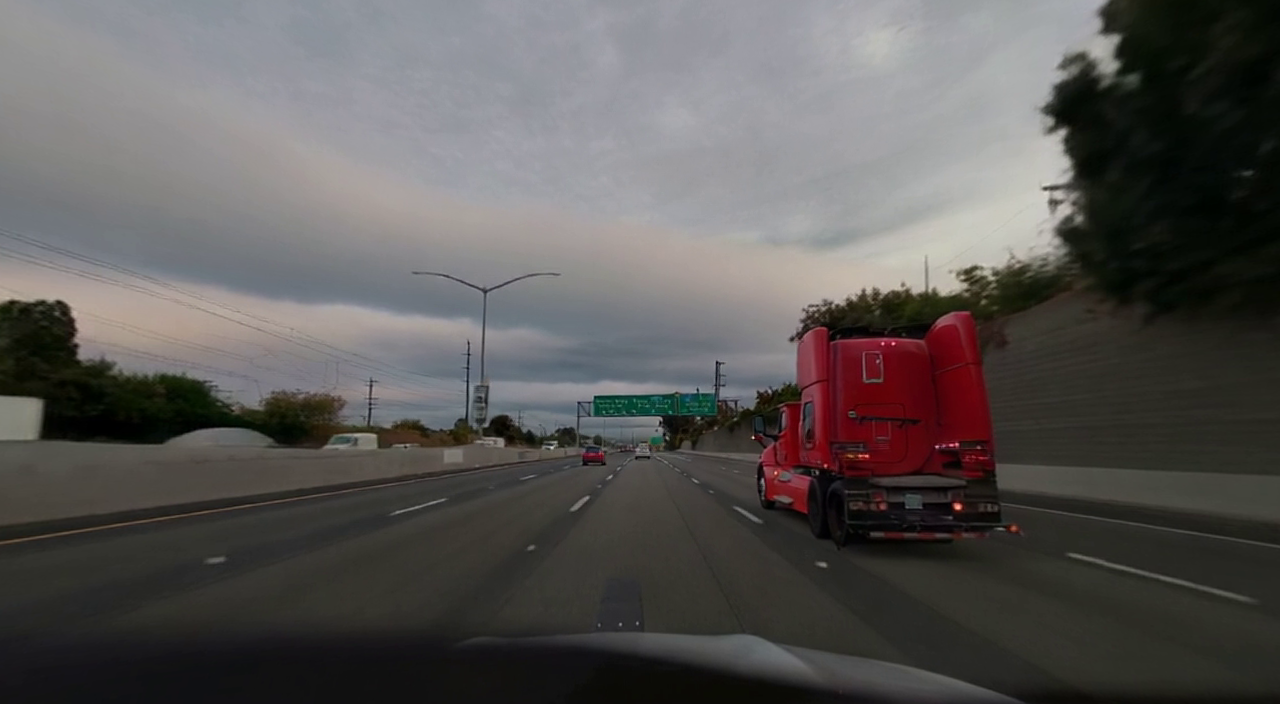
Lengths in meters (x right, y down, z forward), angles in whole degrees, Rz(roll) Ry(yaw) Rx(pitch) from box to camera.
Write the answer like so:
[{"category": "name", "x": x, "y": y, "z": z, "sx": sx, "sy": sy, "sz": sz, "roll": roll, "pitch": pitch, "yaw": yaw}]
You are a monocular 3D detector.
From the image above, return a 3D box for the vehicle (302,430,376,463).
[{"category": "vehicle", "x": -21.301, "y": 6.721, "z": 44.859, "sx": 2.350, "sy": 2.196, "sz": 5.689, "roll": 0, "pitch": -9, "yaw": 1}]

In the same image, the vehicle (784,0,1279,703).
[{"category": "vehicle", "x": 3.890, "y": -0.243, "z": 2.732, "sx": 2.899, "sy": 4.078, "sz": 16.430, "roll": 0, "pitch": -8, "yaw": 1}]

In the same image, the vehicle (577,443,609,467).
[{"category": "vehicle", "x": -3.526, "y": 7.826, "z": 47.999, "sx": 2.000, "sy": 1.658, "sz": 4.155, "roll": 0, "pitch": -9, "yaw": 1}]
